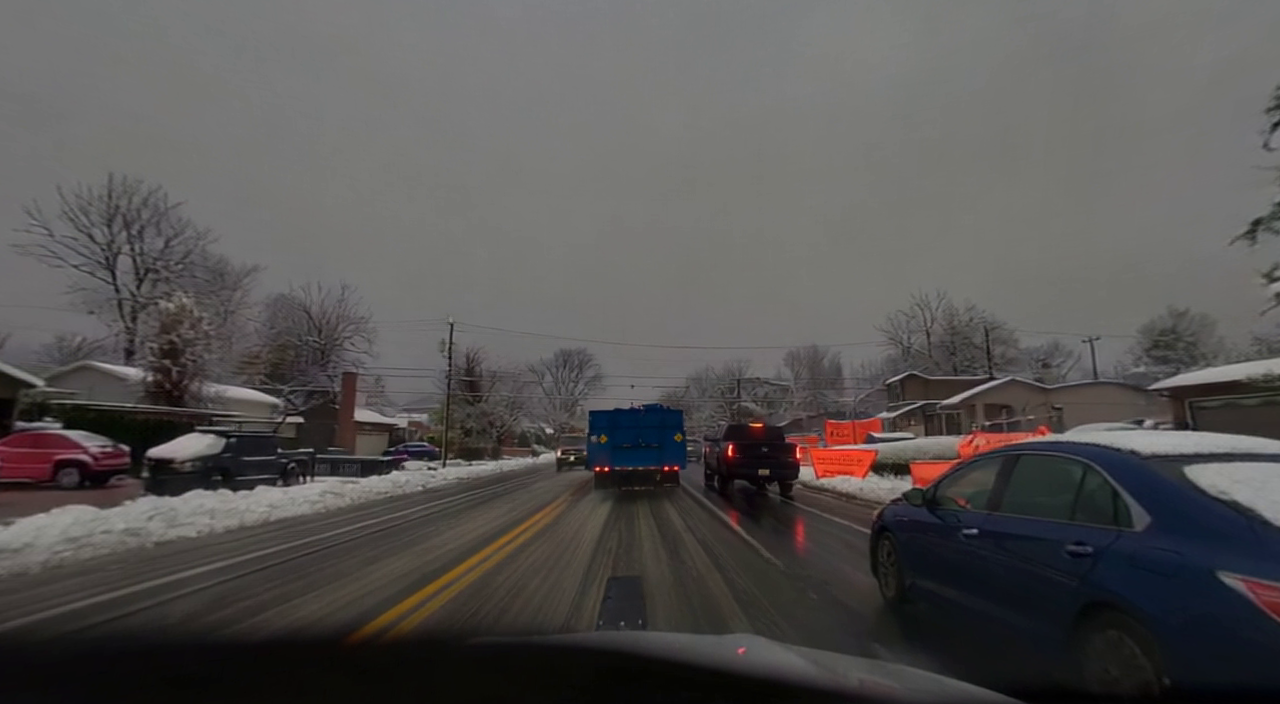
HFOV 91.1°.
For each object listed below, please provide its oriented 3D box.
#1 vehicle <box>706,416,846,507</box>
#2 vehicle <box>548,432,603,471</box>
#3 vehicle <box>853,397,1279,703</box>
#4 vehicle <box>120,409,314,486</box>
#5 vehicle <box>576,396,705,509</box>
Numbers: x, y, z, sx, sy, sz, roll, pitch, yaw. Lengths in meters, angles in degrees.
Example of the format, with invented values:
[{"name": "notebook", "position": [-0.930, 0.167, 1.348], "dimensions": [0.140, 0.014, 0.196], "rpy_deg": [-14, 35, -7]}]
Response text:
[{"name": "vehicle", "position": [3.295, 2.835, 16.761], "dimensions": [2.486, 1.993, 5.667], "rpy_deg": [0, -8, 0]}, {"name": "vehicle", "position": [-3.500, 5.585, 35.324], "dimensions": [2.306, 2.005, 5.773], "rpy_deg": [0, -8, 2]}, {"name": "vehicle", "position": [3.072, 1.165, 3.780], "dimensions": [2.010, 1.499, 4.481], "rpy_deg": [0, -8, 0]}, {"name": "vehicle", "position": [-13.390, 3.104, 20.522], "dimensions": [2.475, 2.157, 5.567], "rpy_deg": [0, -8, -1]}, {"name": "vehicle", "position": [0.059, 2.621, 16.697], "dimensions": [2.751, 2.361, 6.347], "rpy_deg": [1, -9, 1]}]
